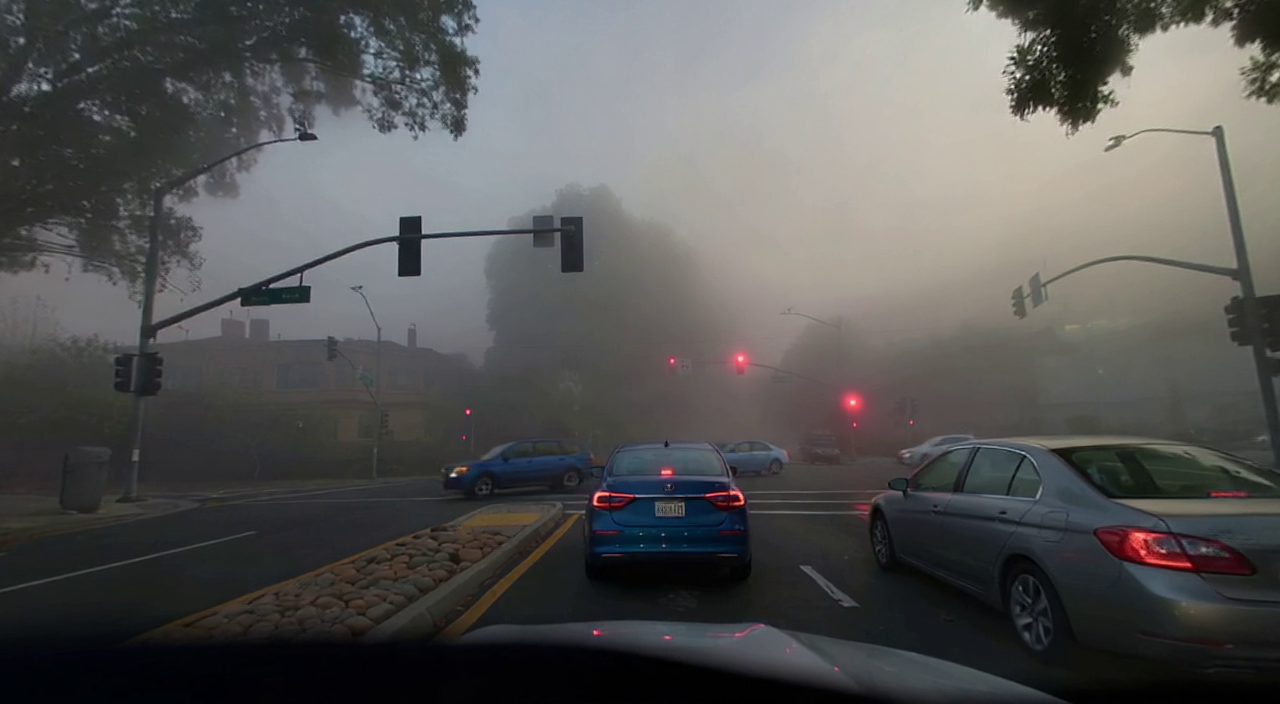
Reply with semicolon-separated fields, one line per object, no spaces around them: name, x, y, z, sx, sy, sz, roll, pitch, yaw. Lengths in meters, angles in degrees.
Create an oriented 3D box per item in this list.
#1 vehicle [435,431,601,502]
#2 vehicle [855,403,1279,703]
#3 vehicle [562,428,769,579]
vehicle;-3.455;3.329;18.875;1.988;1.799;4.789;-6;-10;35
vehicle;3.640;1.340;5.437;1.888;1.486;4.681;0;-9;-1
vehicle;0.289;1.819;8.333;2.090;1.505;3.756;-1;-9;1
